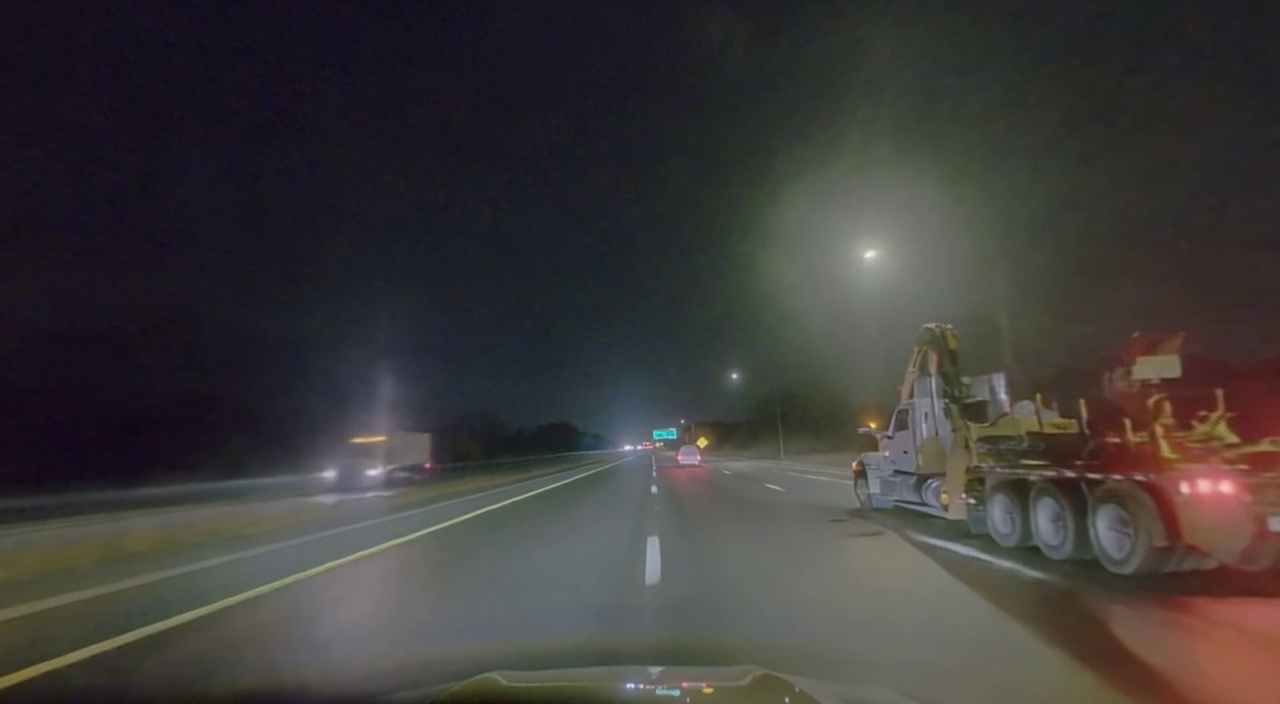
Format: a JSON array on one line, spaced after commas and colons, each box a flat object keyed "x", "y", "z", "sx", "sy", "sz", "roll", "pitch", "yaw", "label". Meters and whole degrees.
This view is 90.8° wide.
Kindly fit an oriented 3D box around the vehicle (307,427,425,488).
[{"x": -13.445, "y": 5.267, "z": 31.742, "sx": 2.615, "sy": 2.693, "sz": 7.166, "roll": -1, "pitch": -9, "yaw": 1, "label": "vehicle"}]

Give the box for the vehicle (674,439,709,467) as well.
[{"x": 3.921, "y": 7.810, "z": 48.710, "sx": 2.309, "sy": 2.003, "sz": 5.139, "roll": 0, "pitch": -9, "yaw": 0, "label": "vehicle"}]
